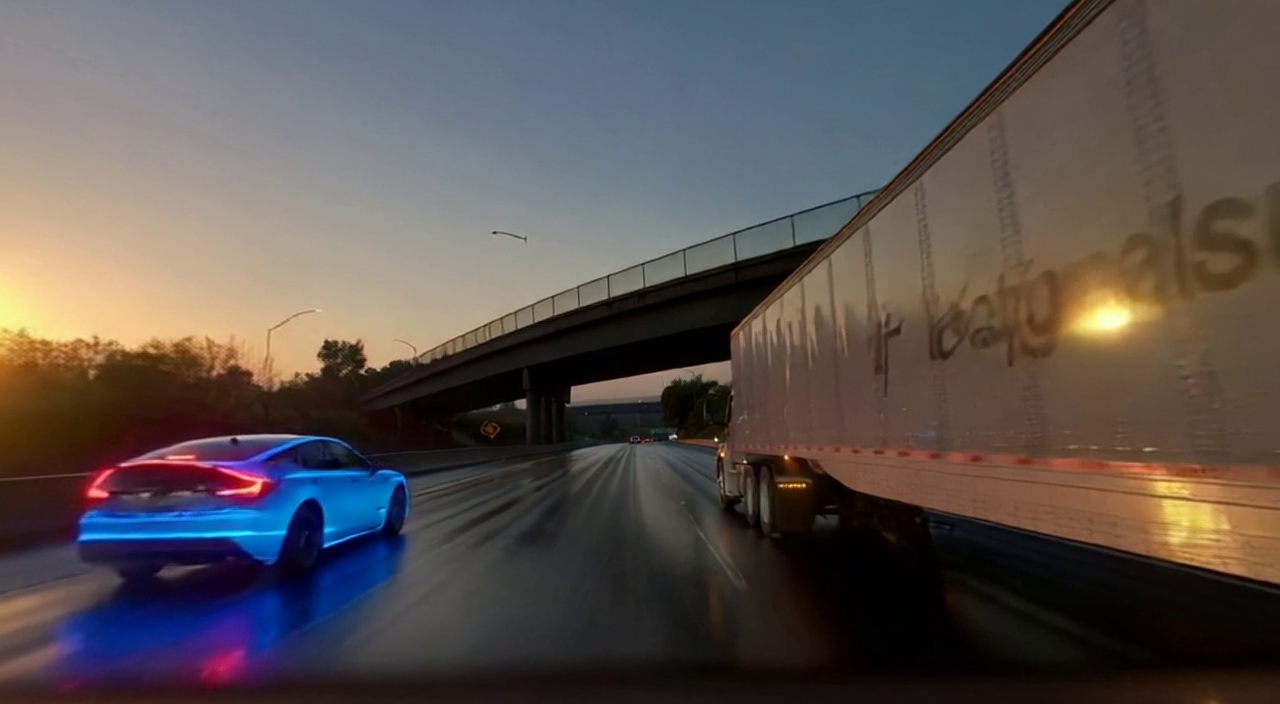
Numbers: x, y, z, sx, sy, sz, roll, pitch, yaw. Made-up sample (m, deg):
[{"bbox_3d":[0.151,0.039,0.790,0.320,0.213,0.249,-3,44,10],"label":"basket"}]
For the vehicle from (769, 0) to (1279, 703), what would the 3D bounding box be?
[{"bbox_3d":[3.922,-0.244,5.131,2.850,3.894,13.987,-1,-7,0],"label":"vehicle"}]

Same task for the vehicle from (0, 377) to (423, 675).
[{"bbox_3d":[-3.780,1.270,5.805,2.063,1.661,4.439,0,-8,-2],"label":"vehicle"}]
